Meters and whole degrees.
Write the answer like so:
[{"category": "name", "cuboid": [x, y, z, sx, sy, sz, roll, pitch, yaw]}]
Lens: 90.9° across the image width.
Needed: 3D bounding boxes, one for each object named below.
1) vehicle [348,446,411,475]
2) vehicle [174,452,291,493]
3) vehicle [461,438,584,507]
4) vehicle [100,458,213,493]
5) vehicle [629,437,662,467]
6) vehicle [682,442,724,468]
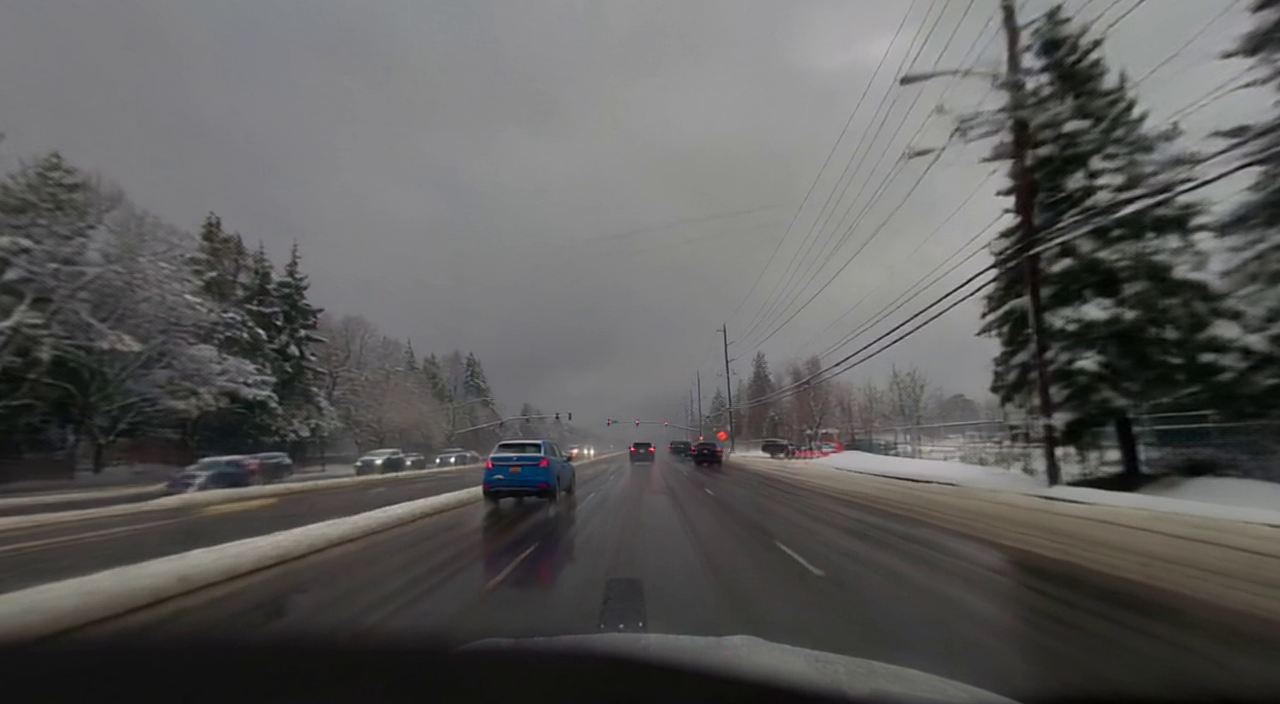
[{"category": "vehicle", "cuboid": [-16.600, 6.924, 40.517, 2.025, 1.712, 4.578, 0, -9, 1]}, {"category": "vehicle", "cuboid": [-16.850, 4.972, 26.396, 1.913, 1.488, 4.507, 0, -9, 0]}, {"category": "vehicle", "cuboid": [-2.765, 2.987, 16.184, 2.087, 1.480, 4.825, 0, -9, 2]}, {"category": "vehicle", "cuboid": [-23.775, 6.077, 31.292, 1.868, 1.473, 4.776, 0, -9, -1]}, {"category": "vehicle", "cuboid": [0.351, 6.592, 41.798, 2.060, 1.845, 4.151, 0, -9, 1]}, {"category": "vehicle", "cuboid": [3.831, 6.359, 39.058, 2.142, 1.475, 4.565, 0, -9, 0]}]
